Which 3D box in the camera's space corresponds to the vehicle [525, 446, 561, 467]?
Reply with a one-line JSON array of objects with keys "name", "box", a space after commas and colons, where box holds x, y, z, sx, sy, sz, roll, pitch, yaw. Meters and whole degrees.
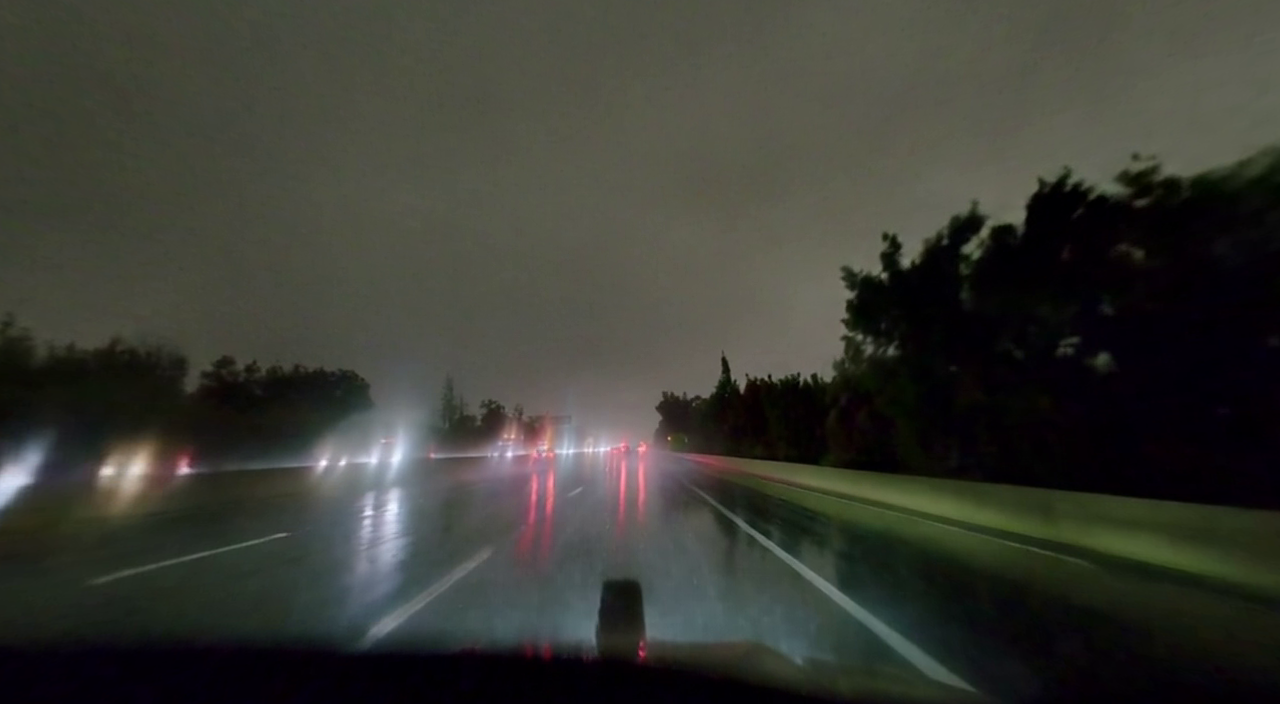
[{"name": "vehicle", "box": [-7.265, 7.937, 47.856, 1.973, 1.494, 4.419, 0, -9, 1]}]

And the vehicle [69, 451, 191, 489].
[{"name": "vehicle", "box": [-22.834, 5.271, 28.502, 1.872, 1.519, 4.325, 0, -9, 0]}]

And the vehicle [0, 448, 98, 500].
[{"name": "vehicle", "box": [-19.070, 3.653, 19.034, 1.780, 1.466, 3.993, 0, -9, 1]}]

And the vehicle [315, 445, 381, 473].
[{"name": "vehicle", "box": [-19.302, 7.092, 42.027, 1.959, 1.678, 5.042, 0, -9, 0]}]
